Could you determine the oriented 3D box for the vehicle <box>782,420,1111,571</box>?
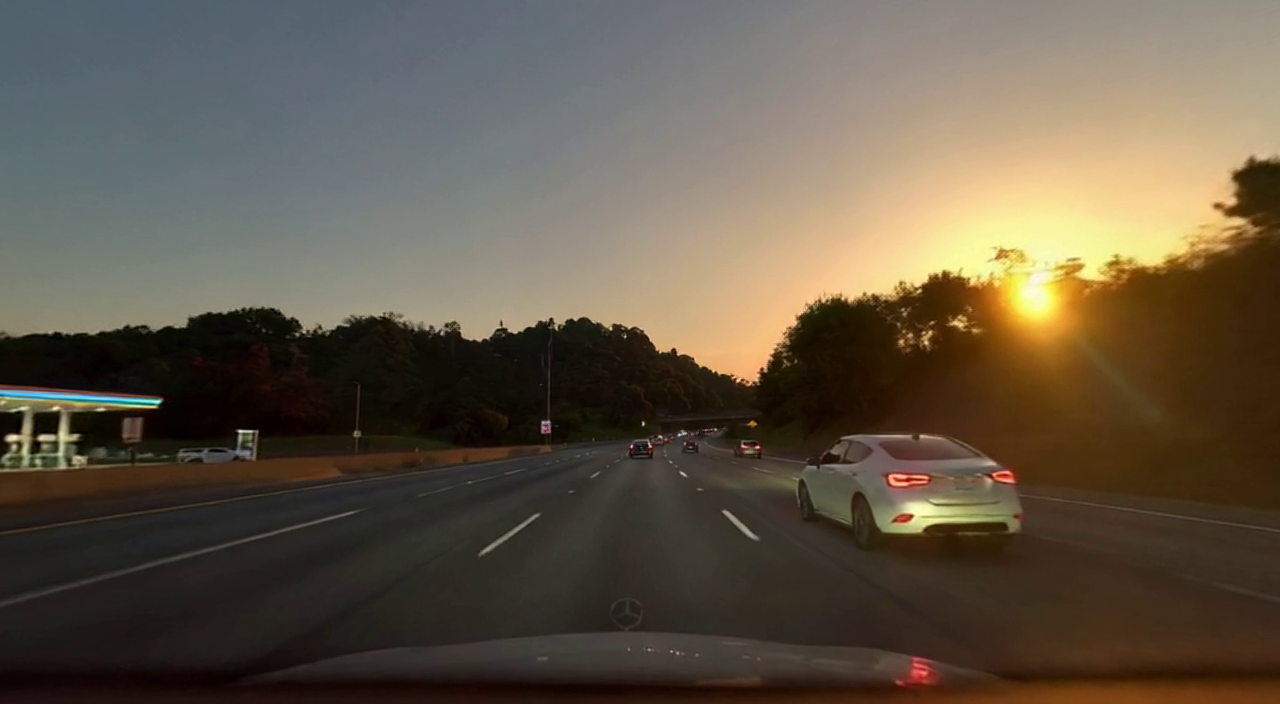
[{"bbox_3d":[3.602,1.774,8.702,2.172,1.490,4.668,0,-8,0],"label":"vehicle"}]

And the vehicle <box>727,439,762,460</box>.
[{"bbox_3d":[7.751,7.273,47.161,1.867,1.463,4.295,0,-8,-1],"label":"vehicle"}]

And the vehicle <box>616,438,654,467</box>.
[{"bbox_3d":[-0.269,5.645,35.652,1.999,1.473,4.351,0,-8,0],"label":"vehicle"}]
